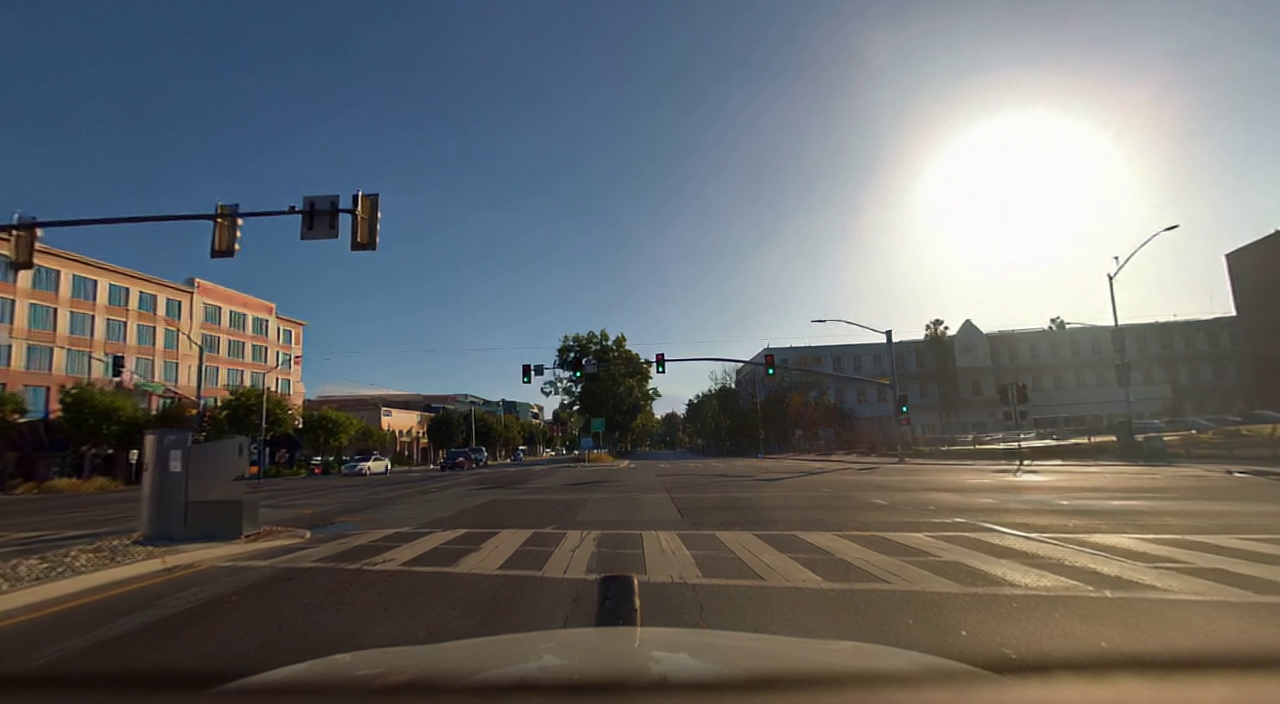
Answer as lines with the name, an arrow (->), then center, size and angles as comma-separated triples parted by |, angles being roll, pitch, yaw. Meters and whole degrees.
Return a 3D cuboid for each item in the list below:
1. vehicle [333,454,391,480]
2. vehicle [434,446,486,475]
vehicle -> -18.846, 7.787, 43.058 | 1.933, 1.664, 4.255 | 0, -9, 1
vehicle -> -12.204, 7.392, 43.235 | 2.151, 1.847, 4.634 | 0, -9, 1
